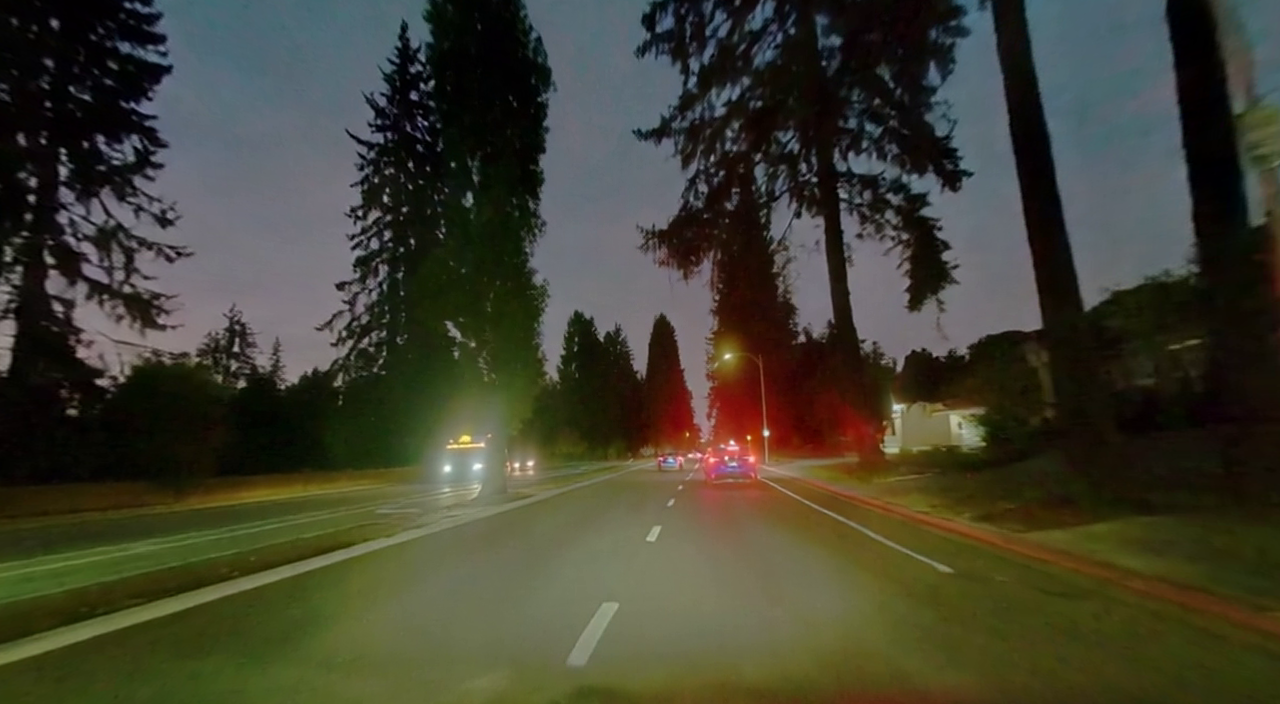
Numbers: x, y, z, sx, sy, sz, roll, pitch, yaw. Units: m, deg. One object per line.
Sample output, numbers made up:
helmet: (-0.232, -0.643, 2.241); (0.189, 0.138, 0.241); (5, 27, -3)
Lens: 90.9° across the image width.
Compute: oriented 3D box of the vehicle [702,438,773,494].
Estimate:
vehicle: (3.143, 3.753, 21.150); (2.052, 1.639, 4.123); (-1, -8, 5)

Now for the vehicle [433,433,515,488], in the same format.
vehicle: (-9.700, 6.356, 37.444); (2.661, 2.737, 6.092); (-6, -9, 5)
